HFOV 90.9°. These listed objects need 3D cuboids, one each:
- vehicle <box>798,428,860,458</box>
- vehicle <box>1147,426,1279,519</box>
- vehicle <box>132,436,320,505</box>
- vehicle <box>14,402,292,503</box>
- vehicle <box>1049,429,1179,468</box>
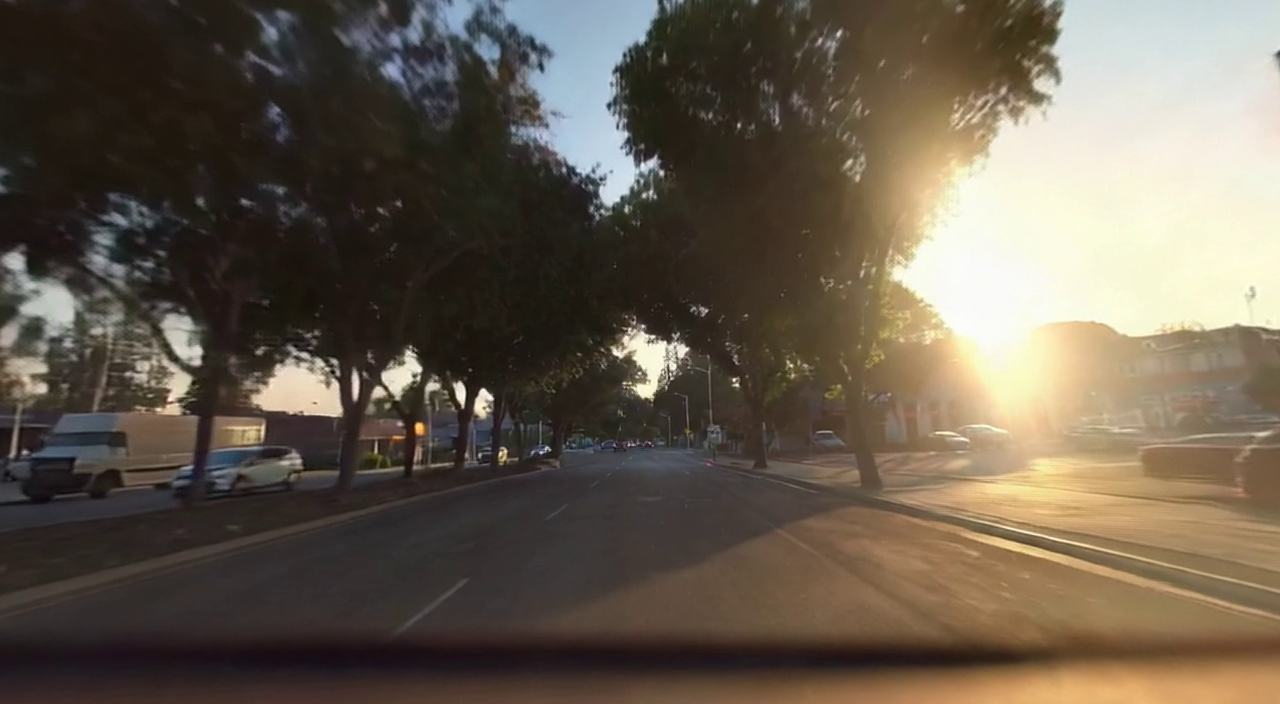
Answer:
[{"bbox_3d":[14.546,7.003,48.619,4.203,2.206,1.934,-1,-9,7],"label":"vehicle"},{"bbox_3d":[12.173,2.063,11.404,4.312,1.416,1.885,-3,-8,-1],"label":"vehicle"},{"bbox_3d":[-11.293,3.230,17.731,2.078,1.656,4.624,0,-9,1],"label":"vehicle"},{"bbox_3d":[-19.055,4.114,26.212,2.958,3.304,10.523,0,-9,1],"label":"vehicle"},{"bbox_3d":[23.913,4.886,31.956,4.999,1.814,2.158,-7,-11,39],"label":"vehicle"}]
